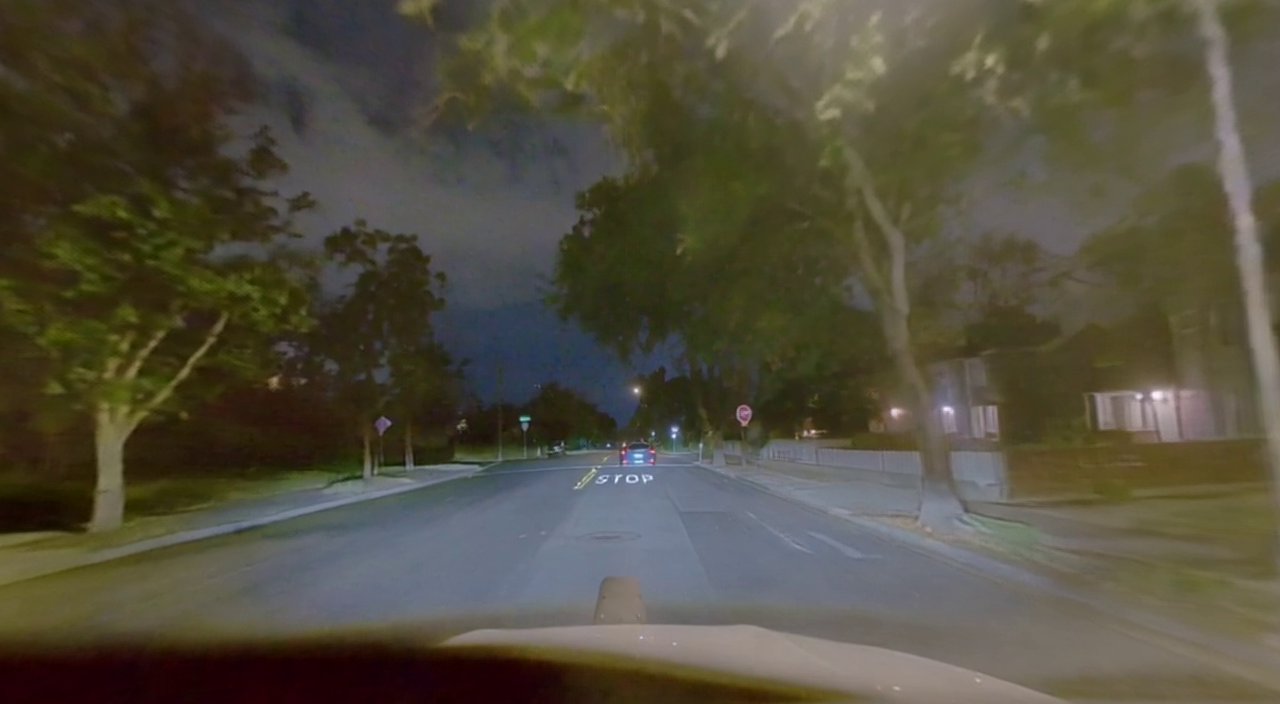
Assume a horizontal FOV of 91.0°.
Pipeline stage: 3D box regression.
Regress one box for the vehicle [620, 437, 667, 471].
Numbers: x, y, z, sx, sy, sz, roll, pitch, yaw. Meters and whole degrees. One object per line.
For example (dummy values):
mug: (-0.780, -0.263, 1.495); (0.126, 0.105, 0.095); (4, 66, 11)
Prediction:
vehicle: (0.130, 4.801, 29.812); (2.043, 1.484, 4.340); (0, -8, -1)
